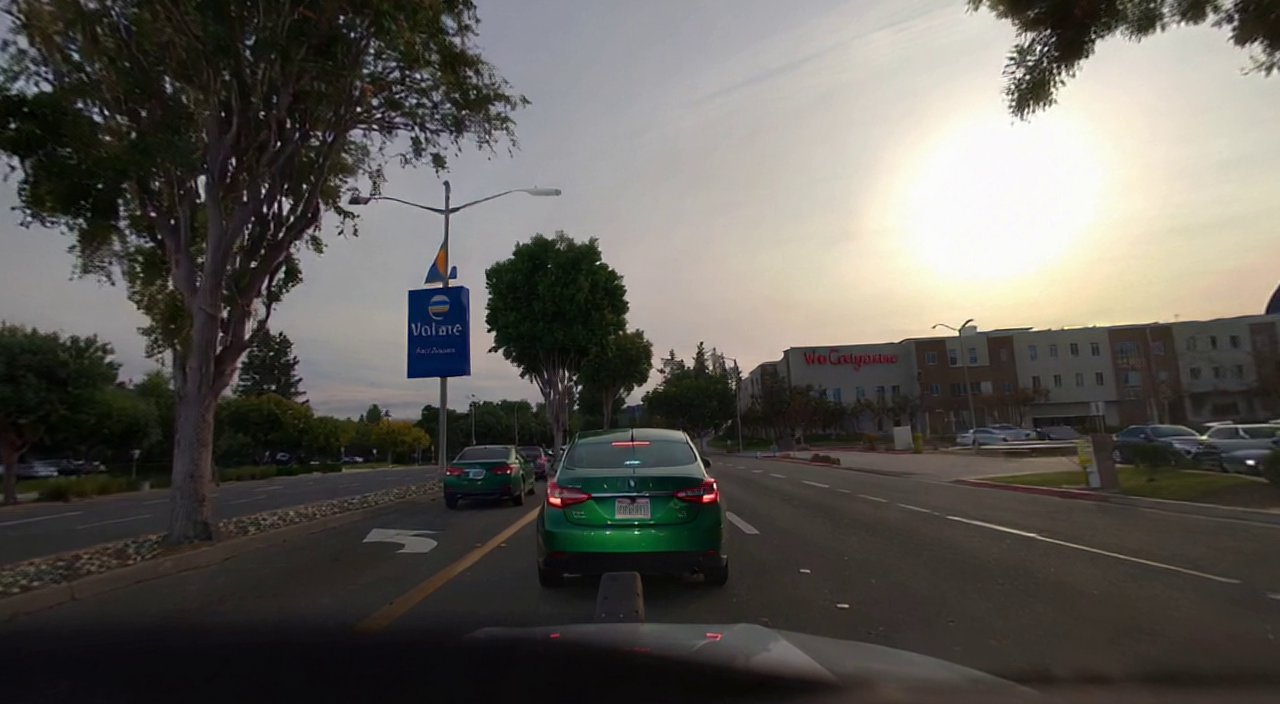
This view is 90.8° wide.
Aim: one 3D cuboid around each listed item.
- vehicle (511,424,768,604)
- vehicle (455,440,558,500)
[{"bbox_3d":[-0.062,1.641,7.304,2.126,1.475,3.967,0,-8,-2],"label":"vehicle"},{"bbox_3d":[-3.512,3.187,17.515,1.952,1.431,4.383,0,-8,-1],"label":"vehicle"}]
